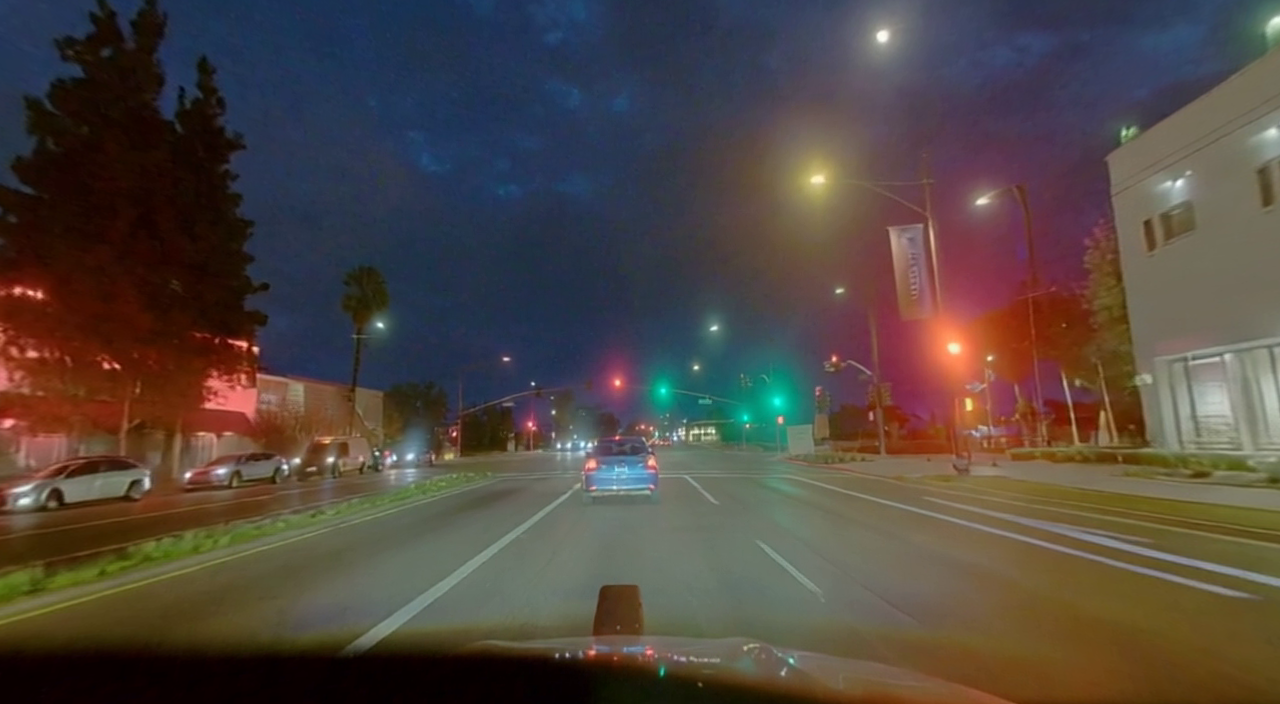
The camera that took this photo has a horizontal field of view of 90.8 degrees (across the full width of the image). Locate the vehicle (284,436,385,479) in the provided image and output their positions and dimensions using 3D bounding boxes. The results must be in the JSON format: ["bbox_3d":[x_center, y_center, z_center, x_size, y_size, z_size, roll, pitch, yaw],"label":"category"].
[{"bbox_3d":[-15.426,5.355,32.392,2.250,1.981,5.861,0,-9,0],"label":"vehicle"}]

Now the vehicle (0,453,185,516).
[{"bbox_3d":[-15.659,3.603,17.796,1.931,1.455,5.023,0,-9,0],"label":"vehicle"}]

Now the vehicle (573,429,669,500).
[{"bbox_3d":[-0.397,2.695,15.440,2.045,1.510,3.690,0,-9,0],"label":"vehicle"}]

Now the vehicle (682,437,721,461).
[{"bbox_3d":[3.848,6.169,40.187,2.122,1.454,4.271,0,-9,1],"label":"vehicle"}]

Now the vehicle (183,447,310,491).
[{"bbox_3d":[-15.591,4.615,25.389,2.131,1.560,4.563,-1,-9,1],"label":"vehicle"}]

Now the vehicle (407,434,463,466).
[{"bbox_3d":[-15.077,7.266,46.841,2.285,2.196,5.163,0,-9,1],"label":"vehicle"}]
